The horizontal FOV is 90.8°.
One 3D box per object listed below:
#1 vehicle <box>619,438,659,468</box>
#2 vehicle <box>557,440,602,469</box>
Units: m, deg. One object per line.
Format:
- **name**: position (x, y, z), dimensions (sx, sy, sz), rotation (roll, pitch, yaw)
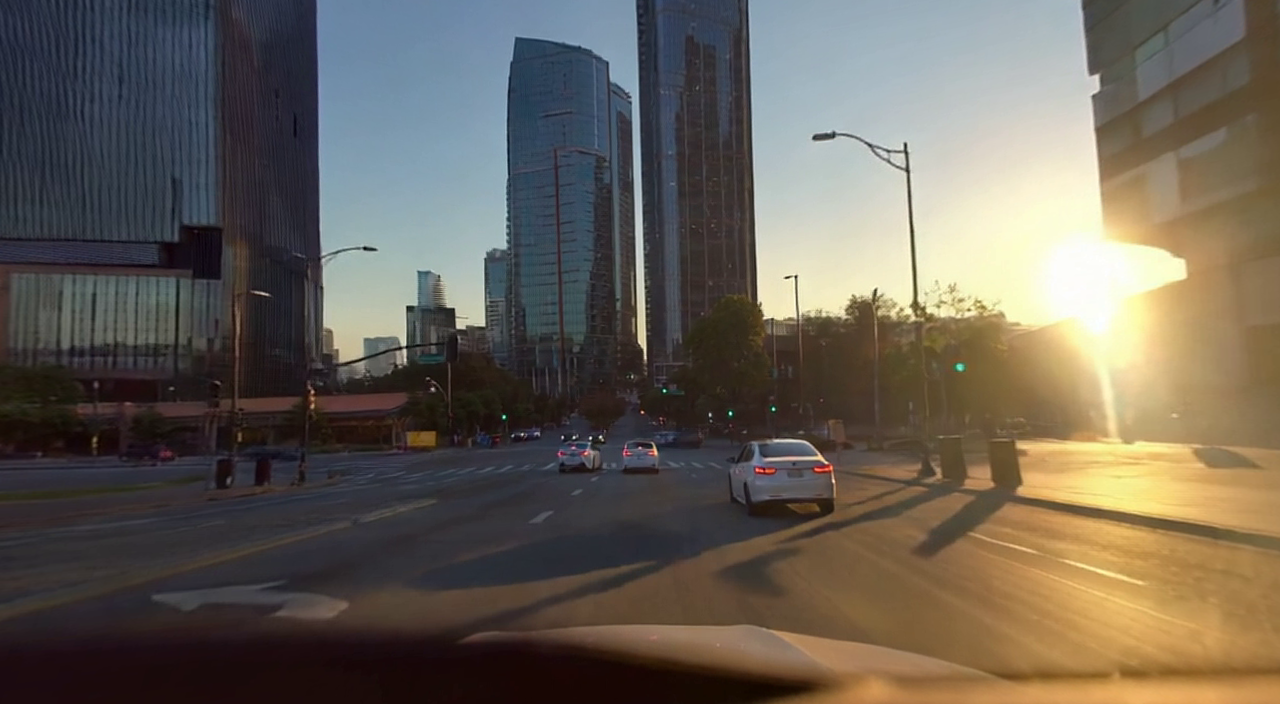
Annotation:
- **vehicle**: position (-0.032, 5.380, 33.779), dimensions (2.016, 1.478, 3.795), rotation (0, -8, 0)
- **vehicle**: position (-3.247, 5.611, 34.865), dimensions (1.995, 1.479, 4.627), rotation (0, -8, 0)
